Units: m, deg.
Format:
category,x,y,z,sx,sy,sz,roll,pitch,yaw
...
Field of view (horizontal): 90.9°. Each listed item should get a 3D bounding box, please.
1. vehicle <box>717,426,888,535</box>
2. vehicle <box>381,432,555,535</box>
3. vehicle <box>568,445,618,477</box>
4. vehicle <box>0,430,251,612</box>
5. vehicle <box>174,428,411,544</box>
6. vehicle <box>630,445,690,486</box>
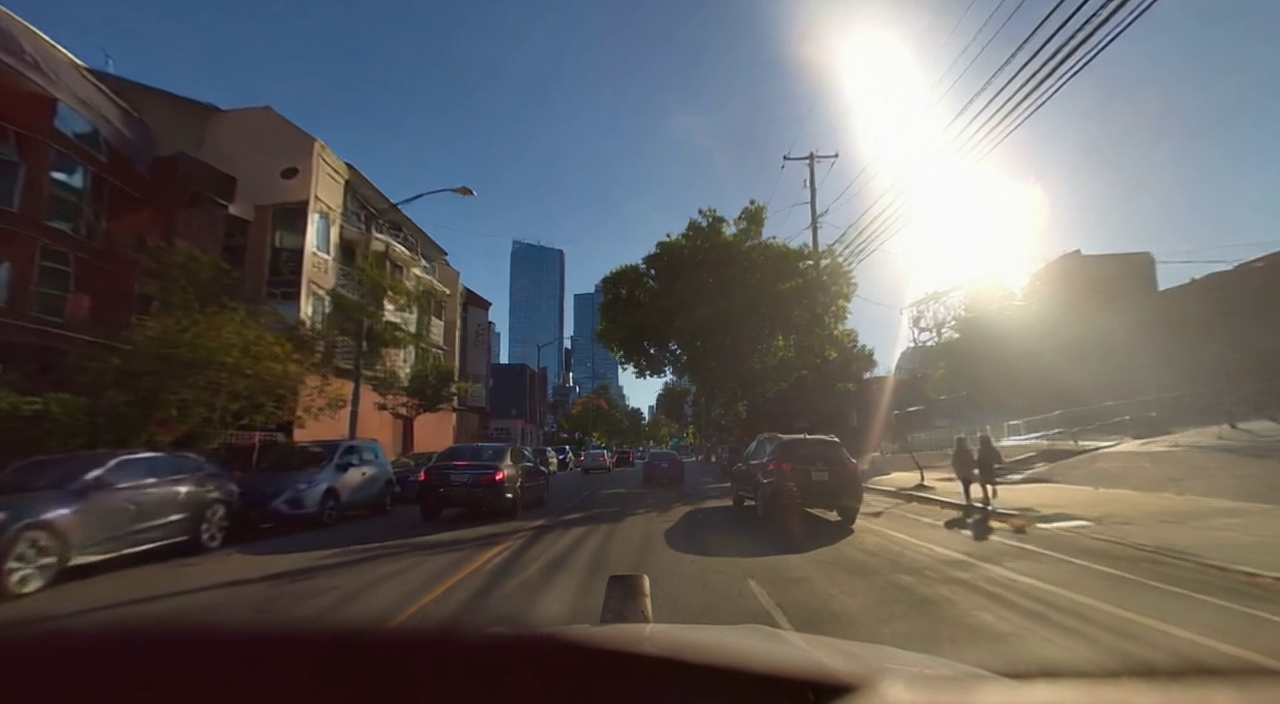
category,x,y,z,sx,sy,sz,roll,pitch,yaw
vehicle,2.852,2.374,12.255,2.094,1.709,4.394,0,-9,-1
vehicle,-3.034,2.408,12.128,2.085,1.619,3.976,-1,-9,2
vehicle,-2.328,5.580,32.445,2.019,1.507,4.643,-1,-9,2
vehicle,-6.178,1.723,7.104,1.620,1.586,2.903,0,-9,1
vehicle,-5.944,2.317,11.511,1.867,1.692,4.188,0,-9,1
vehicle,0.758,4.431,24.951,2.139,1.466,4.373,0,-9,1
